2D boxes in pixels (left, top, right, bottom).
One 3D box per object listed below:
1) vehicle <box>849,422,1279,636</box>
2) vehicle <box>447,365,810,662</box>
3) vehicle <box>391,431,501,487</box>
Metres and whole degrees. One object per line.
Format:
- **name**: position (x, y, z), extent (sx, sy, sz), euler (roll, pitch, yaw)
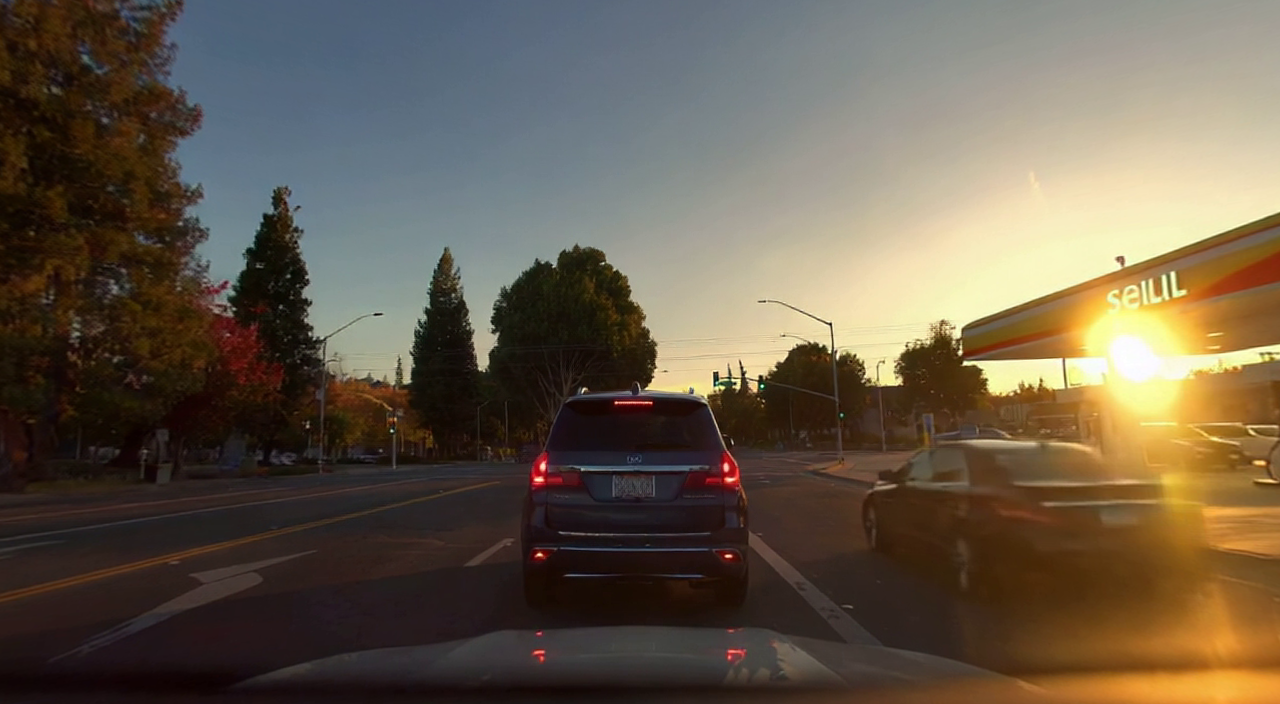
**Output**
- **vehicle**: position (3.928, 1.597, 6.770), extent (2.041, 1.490, 4.471), euler (-1, -9, 3)
- **vehicle**: position (0.012, 1.315, 6.135), extent (2.236, 1.819, 4.291), euler (-1, -9, 3)
- **vehicle**: position (-6.636, 3.718, 22.174), extent (2.065, 1.753, 4.525), euler (-1, -9, 6)
